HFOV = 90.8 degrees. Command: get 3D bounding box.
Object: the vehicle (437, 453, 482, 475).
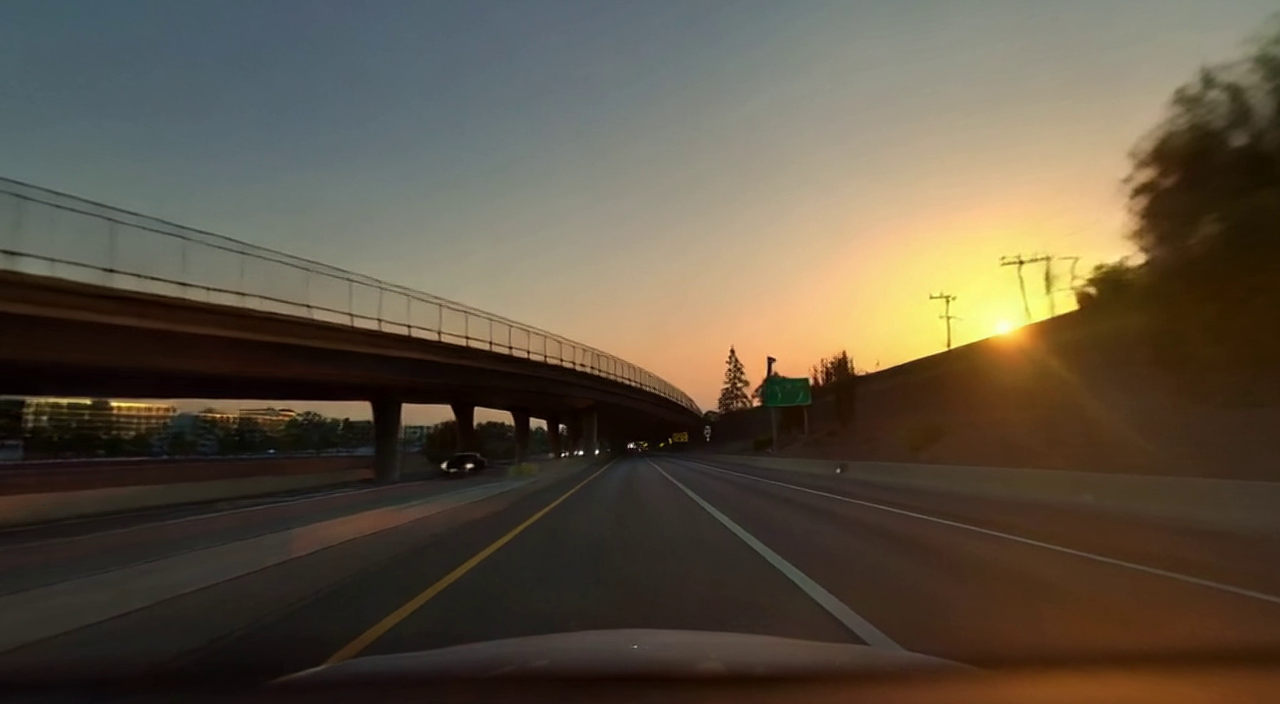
[{"bbox_3d":[-12.969,8.073,45.592,1.959,1.465,4.601,0,-9,-1],"label":"vehicle"}]
